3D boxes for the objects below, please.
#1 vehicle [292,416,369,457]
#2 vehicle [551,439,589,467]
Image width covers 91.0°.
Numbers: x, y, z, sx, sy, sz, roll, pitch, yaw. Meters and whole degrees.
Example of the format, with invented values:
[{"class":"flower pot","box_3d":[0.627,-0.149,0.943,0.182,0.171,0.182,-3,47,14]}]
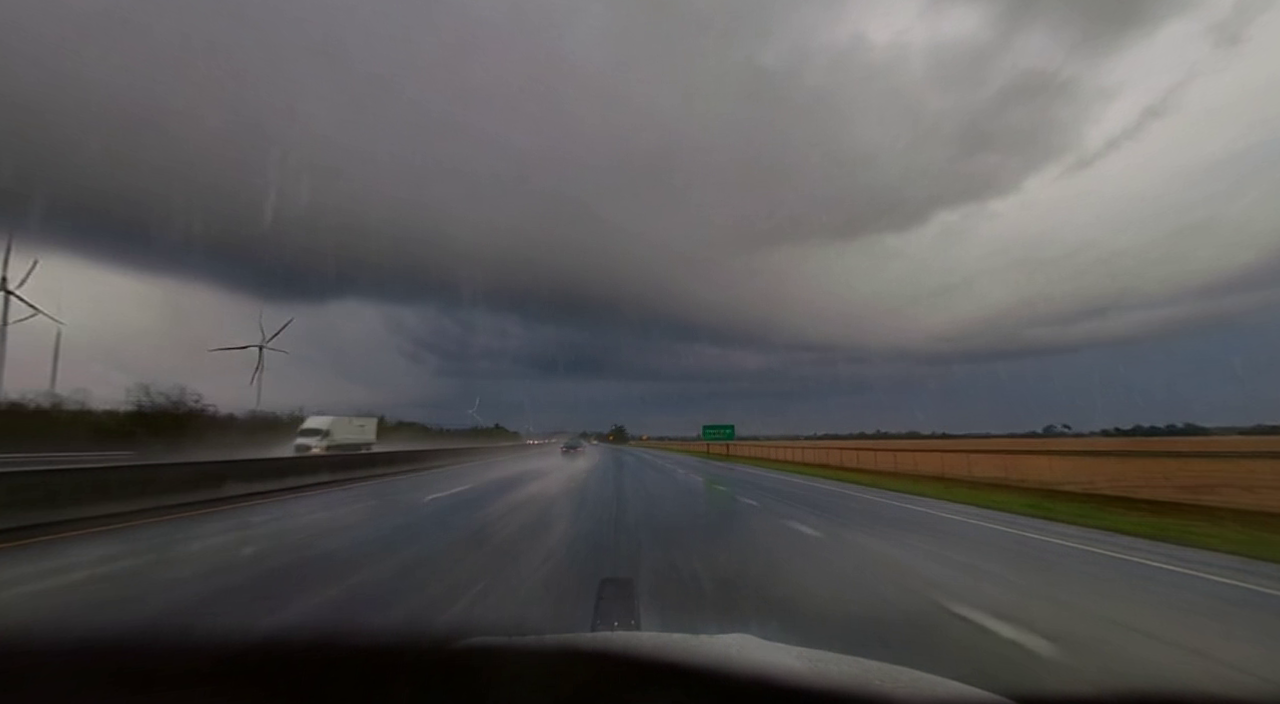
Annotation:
[{"class":"vehicle","box_3d":[-24.241,6.697,49.706,2.640,3.014,7.308,0,-8,-3]},{"class":"vehicle","box_3d":[-4.133,6.007,37.643,2.053,1.549,4.097,0,-8,-4]}]
